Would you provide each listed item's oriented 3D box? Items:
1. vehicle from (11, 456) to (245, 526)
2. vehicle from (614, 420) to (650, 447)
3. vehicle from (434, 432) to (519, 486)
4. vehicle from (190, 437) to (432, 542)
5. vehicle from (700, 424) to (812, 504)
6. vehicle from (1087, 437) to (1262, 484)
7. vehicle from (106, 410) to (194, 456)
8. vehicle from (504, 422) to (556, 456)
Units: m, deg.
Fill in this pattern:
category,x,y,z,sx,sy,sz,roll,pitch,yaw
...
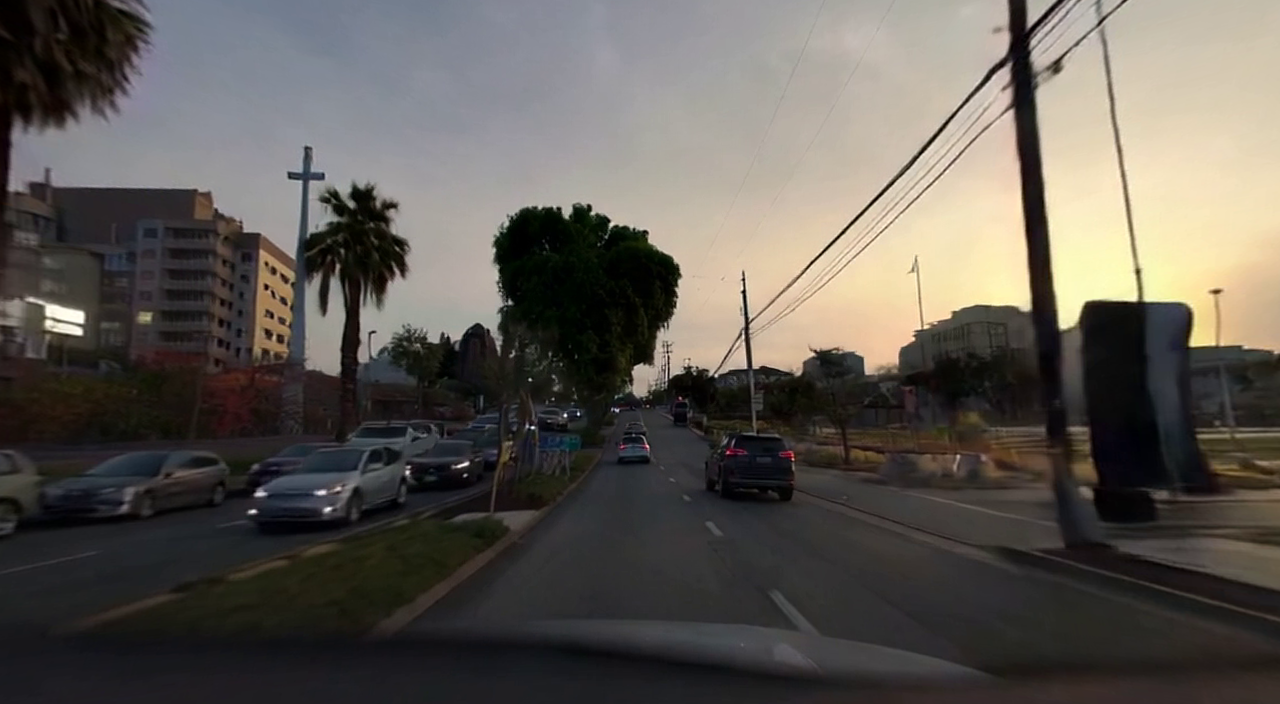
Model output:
category,x,y,z,sx,sy,sz,roll,pitch,yaw
vehicle,-12.095,3.275,15.449,2.019,1.345,4.444,0,-8,0
vehicle,-0.582,5.312,40.926,2.196,1.655,3.939,0,-8,-3
vehicle,-6.248,4.144,24.802,2.138,1.858,4.788,0,-8,-1
vehicle,-5.798,2.449,12.021,2.168,1.572,4.635,0,-8,-1
vehicle,2.939,2.952,17.036,1.995,1.858,4.333,0,-8,-3
vehicle,20.327,4.117,24.212,4.540,1.386,2.337,-4,-9,-1
vehicle,-21.635,3.561,27.873,3.716,1.517,1.826,3,-7,35
vehicle,-6.385,5.172,37.294,2.295,1.837,4.680,0,-8,-1
